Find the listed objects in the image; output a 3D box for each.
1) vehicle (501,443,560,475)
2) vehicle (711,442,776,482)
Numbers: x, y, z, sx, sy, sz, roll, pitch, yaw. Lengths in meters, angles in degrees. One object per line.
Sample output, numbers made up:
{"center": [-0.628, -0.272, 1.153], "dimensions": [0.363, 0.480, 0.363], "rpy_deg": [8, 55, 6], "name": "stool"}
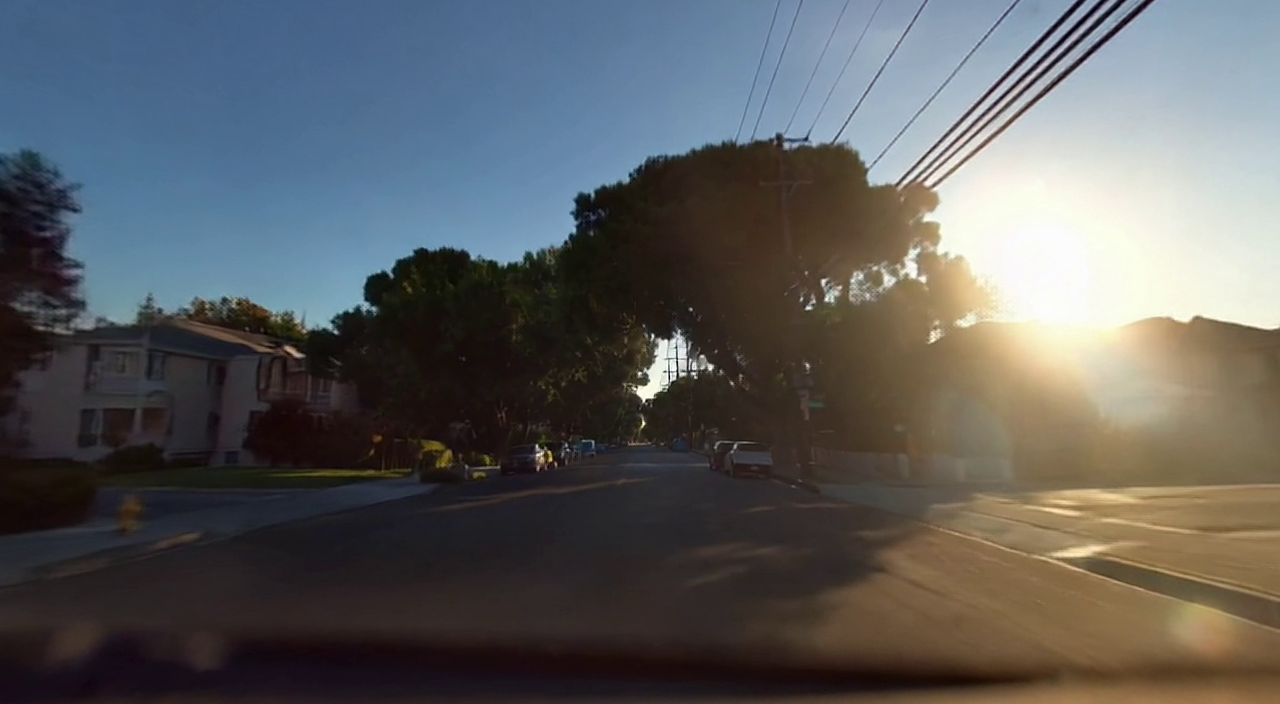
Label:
{"center": [-5.781, 5.708, 33.973], "dimensions": [2.231, 1.492, 4.727], "rpy_deg": [1, -8, 1], "name": "vehicle"}
{"center": [4.038, 4.346, 25.197], "dimensions": [1.851, 1.438, 4.177], "rpy_deg": [0, -9, 0], "name": "vehicle"}
